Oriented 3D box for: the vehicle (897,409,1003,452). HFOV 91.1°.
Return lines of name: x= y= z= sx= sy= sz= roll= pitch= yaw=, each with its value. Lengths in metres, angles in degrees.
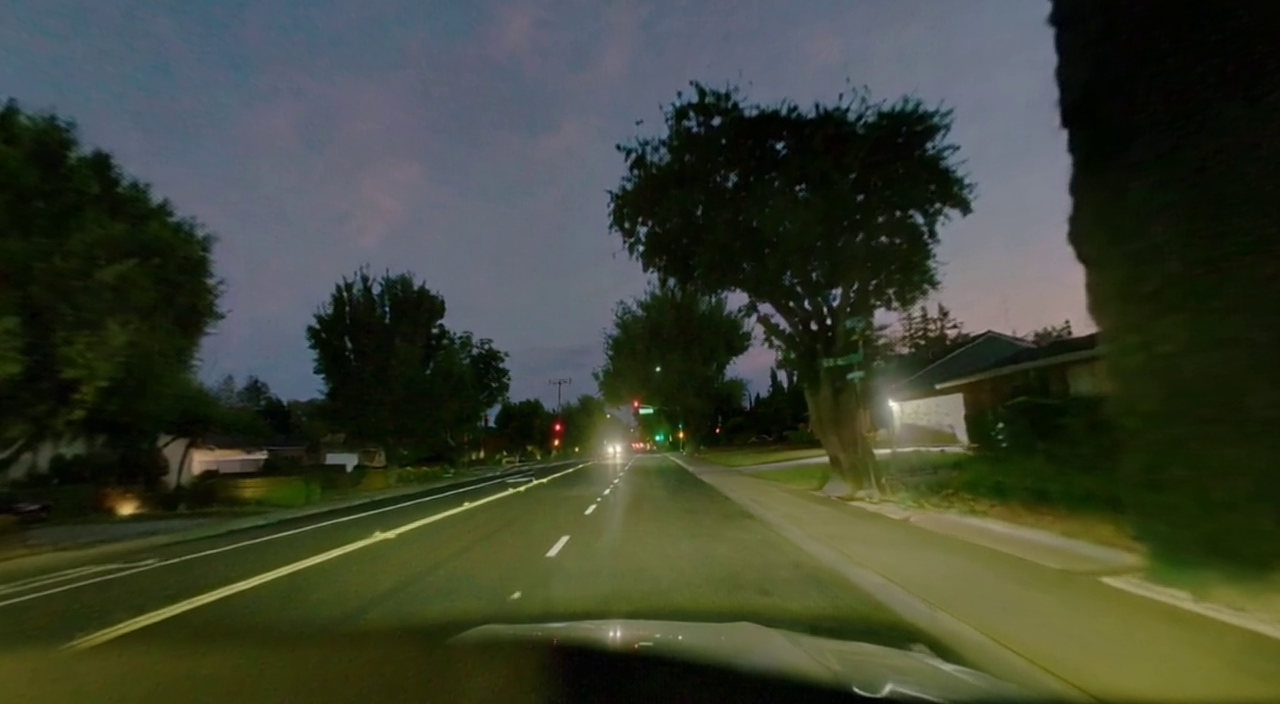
vehicle: x=14.491 y=3.681 z=29.520 sx=3.917 sy=1.454 sz=1.725 roll=-7 pitch=-7 yaw=0
